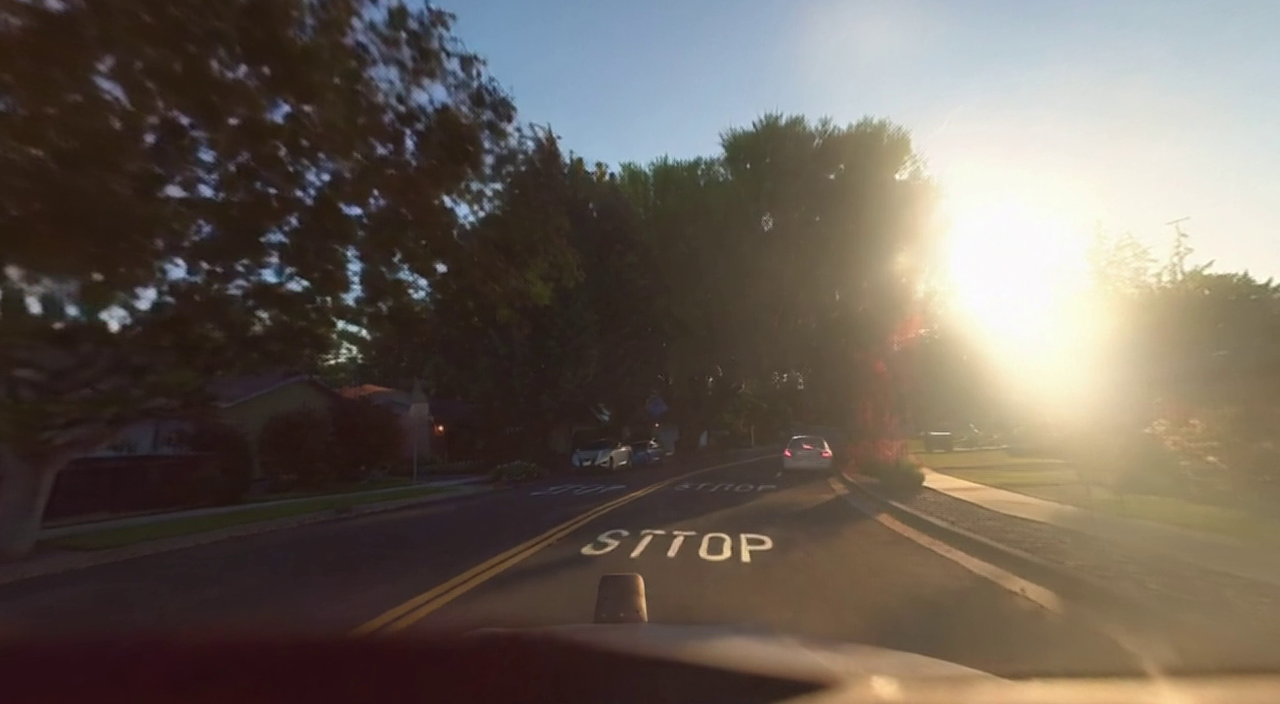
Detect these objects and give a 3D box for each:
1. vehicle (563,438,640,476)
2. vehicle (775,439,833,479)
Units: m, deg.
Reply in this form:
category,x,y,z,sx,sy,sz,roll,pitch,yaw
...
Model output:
category,x,y,z,sx,sy,sz,roll,pitch,yaw
vehicle,-1.790,5.129,31.219,2.030,1.696,4.828,-3,-9,19
vehicle,6.969,4.431,26.505,2.045,1.478,4.914,-3,-9,17
